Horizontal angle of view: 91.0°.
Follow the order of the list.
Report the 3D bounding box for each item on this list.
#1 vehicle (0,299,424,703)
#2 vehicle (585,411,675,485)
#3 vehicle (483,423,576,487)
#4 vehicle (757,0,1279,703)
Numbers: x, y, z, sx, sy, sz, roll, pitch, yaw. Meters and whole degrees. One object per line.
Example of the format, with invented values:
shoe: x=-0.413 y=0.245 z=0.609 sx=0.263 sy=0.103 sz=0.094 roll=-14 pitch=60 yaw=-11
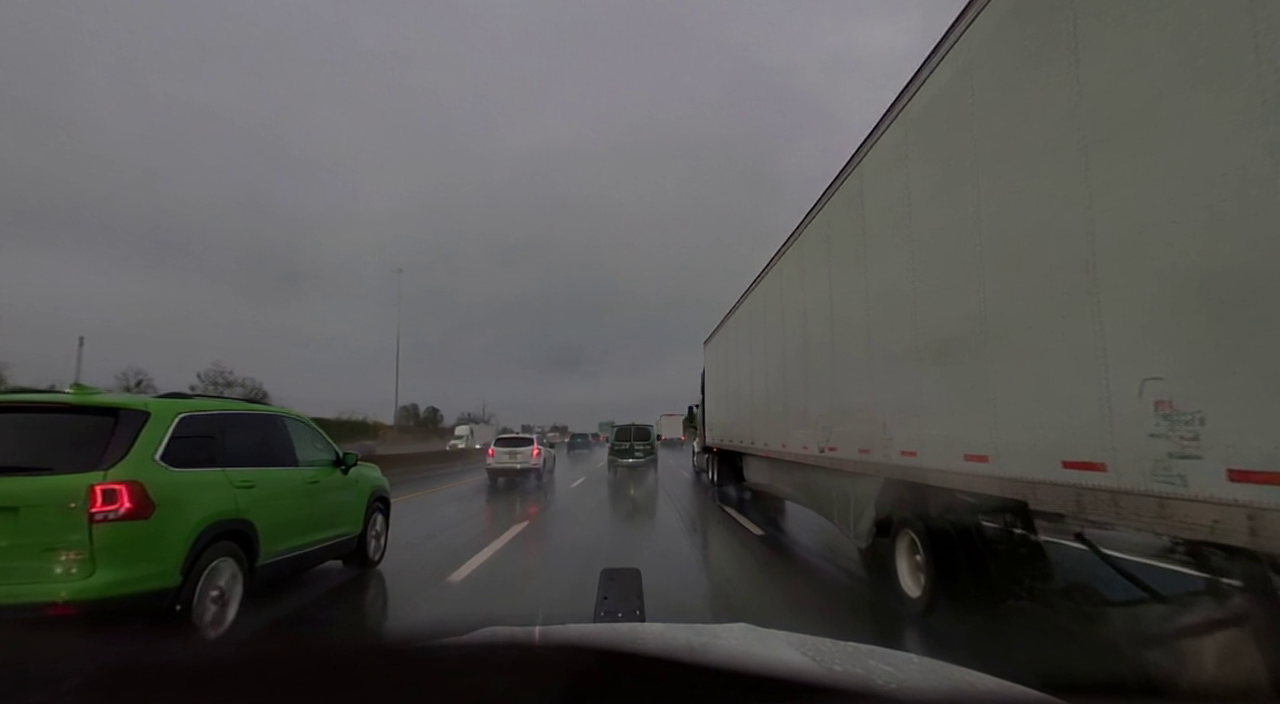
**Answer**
vehicle: x=-3.438 y=1.000 z=4.206 sx=2.193 sy=1.803 sz=4.958 roll=0 pitch=-8 yaw=0
vehicle: x=-0.318 y=3.309 z=21.924 sx=2.704 sy=2.216 sz=5.804 roll=0 pitch=-8 yaw=0
vehicle: x=-3.440 y=3.331 z=20.625 sx=2.120 sy=1.812 sz=4.659 roll=0 pitch=-8 yaw=1
vehicle: x=3.612 y=-0.231 z=3.522 sx=2.852 sy=4.121 sz=16.210 roll=0 pitch=-8 yaw=0
